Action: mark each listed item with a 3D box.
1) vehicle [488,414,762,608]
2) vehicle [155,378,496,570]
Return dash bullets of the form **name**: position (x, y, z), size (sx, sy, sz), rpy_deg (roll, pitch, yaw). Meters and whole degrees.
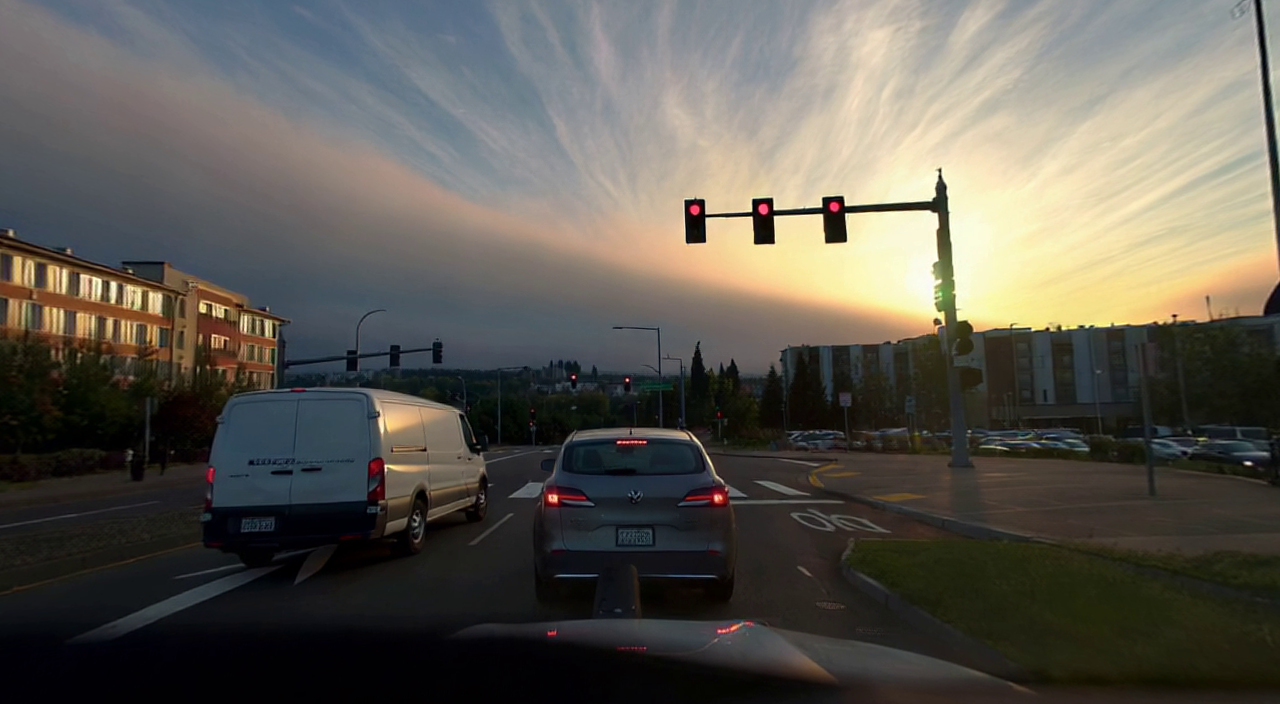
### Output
- **vehicle**: position (-0.116, 1.466, 6.781), size (2.064, 1.452, 3.942), rpy_deg (0, -8, 0)
- **vehicle**: position (-3.582, 1.498, 8.603), size (2.076, 1.820, 5.100), rpy_deg (0, -8, -1)
